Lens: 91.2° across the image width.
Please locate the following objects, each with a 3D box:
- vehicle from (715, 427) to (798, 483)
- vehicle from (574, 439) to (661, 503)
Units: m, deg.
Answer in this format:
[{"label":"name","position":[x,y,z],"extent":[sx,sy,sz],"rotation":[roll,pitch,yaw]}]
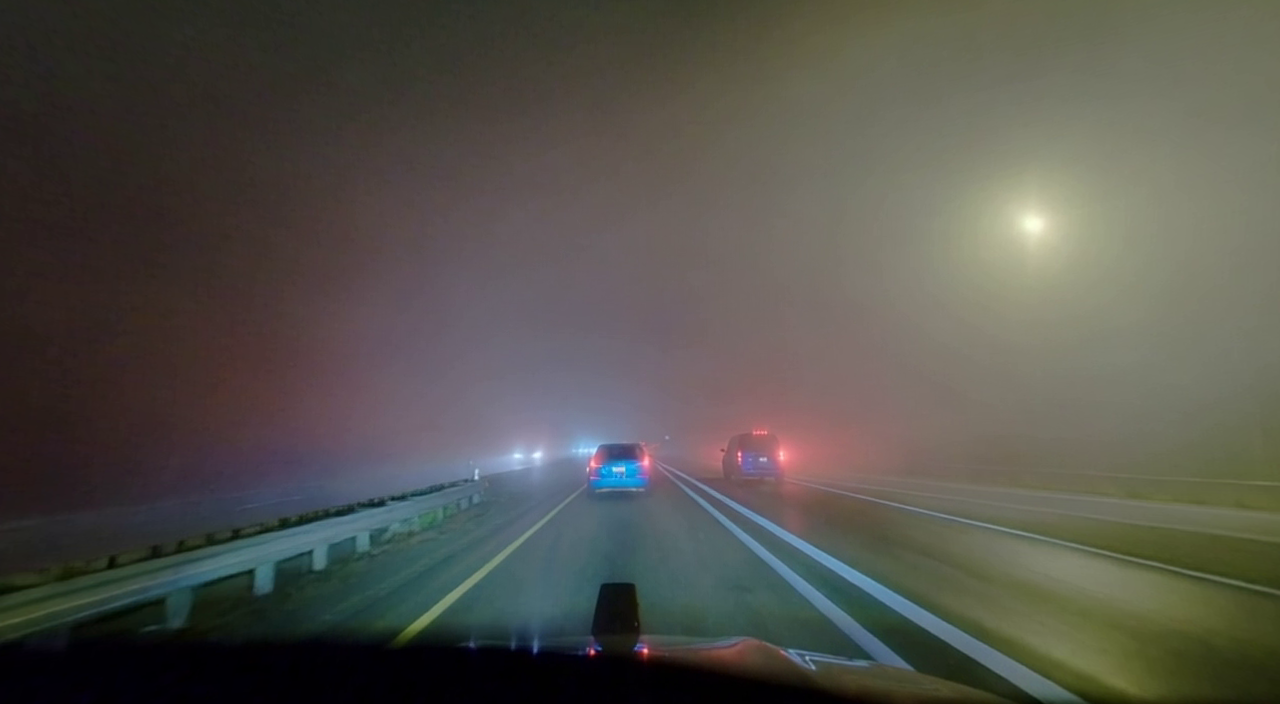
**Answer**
[{"label":"vehicle","position":[4.451,4.050,24.855],"extent":[2.261,1.952,4.784],"rotation":[0,-9,-1]},{"label":"vehicle","position":[-0.529,3.083,16.603],"extent":[2.029,1.483,3.769],"rotation":[0,-9,0]}]
